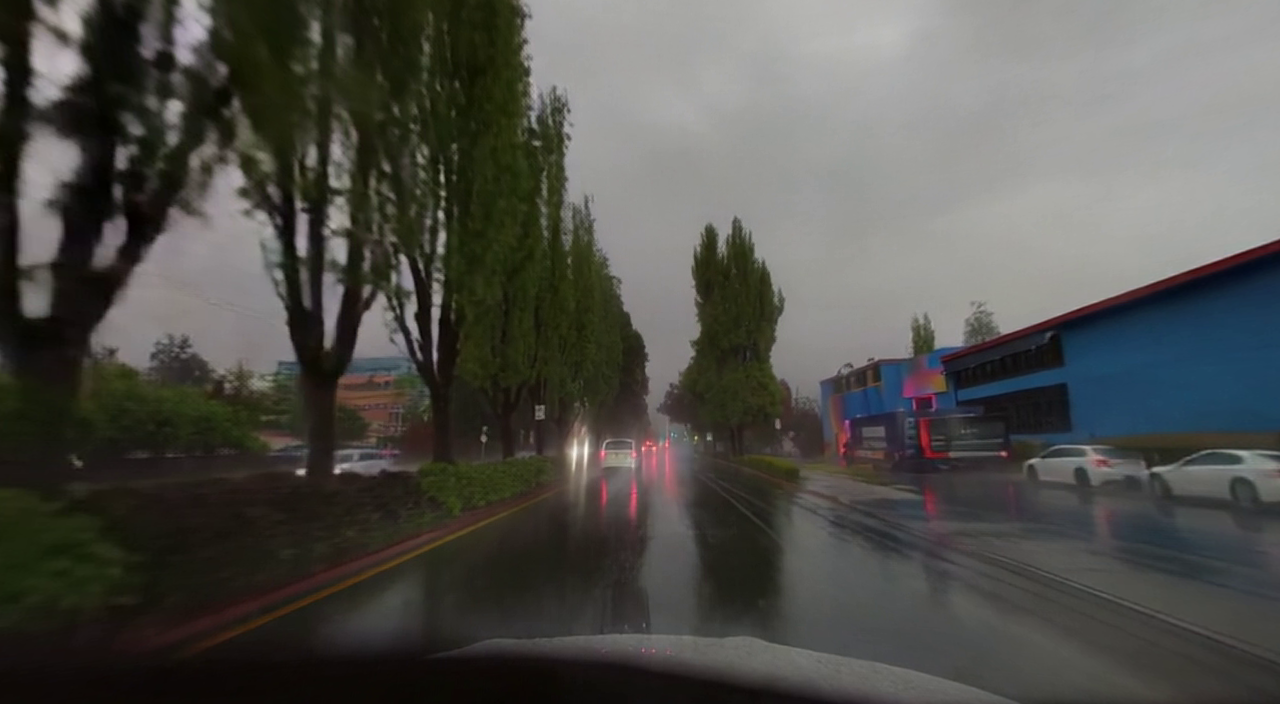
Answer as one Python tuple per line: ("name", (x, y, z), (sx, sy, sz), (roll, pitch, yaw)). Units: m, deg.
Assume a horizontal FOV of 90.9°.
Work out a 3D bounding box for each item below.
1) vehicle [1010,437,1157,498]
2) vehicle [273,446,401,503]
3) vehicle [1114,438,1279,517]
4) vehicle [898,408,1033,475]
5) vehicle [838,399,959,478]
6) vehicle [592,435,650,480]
("vehicle", (13.408, 3.448, 19.378), (1.686, 1.467, 3.955), (-5, -7, 3))
("vehicle", (-10.580, 4.247, 22.492), (1.997, 1.775, 4.585), (0, -8, 4))
("vehicle", (12.981, 2.676, 13.905), (1.852, 1.457, 4.351), (1, -8, 3))
("vehicle", (13.505, 3.805, 26.900), (2.507, 2.441, 6.959), (-1, -8, 5))
("vehicle", (14.281, 4.911, 36.132), (2.794, 3.710, 10.785), (-3, -8, 3))
("vehicle", (-0.712, 4.401, 26.649), (2.129, 1.713, 4.314), (0, -8, 3))
